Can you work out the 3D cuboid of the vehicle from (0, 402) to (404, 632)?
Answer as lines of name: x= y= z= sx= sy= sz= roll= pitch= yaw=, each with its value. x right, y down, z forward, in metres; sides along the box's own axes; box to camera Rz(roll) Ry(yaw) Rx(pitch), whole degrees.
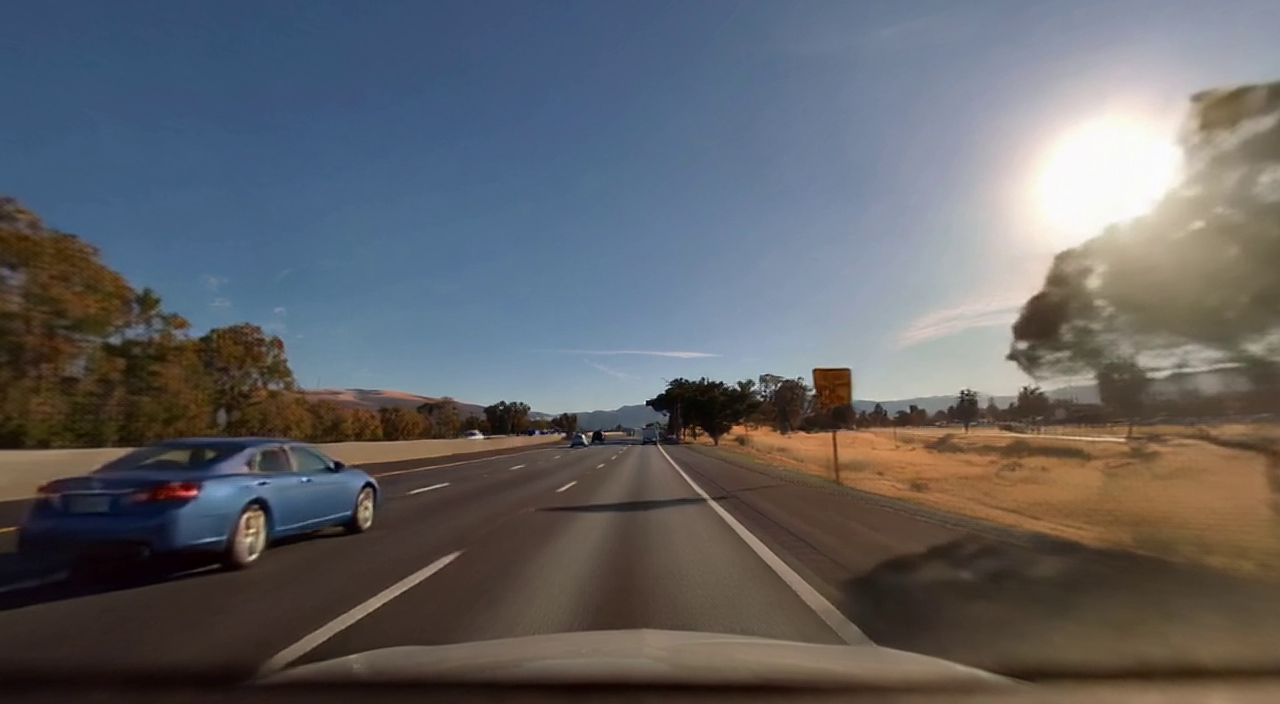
vehicle: x=-4.500 y=1.478 z=6.742 sx=2.071 sy=1.556 sz=4.729 roll=0 pitch=-8 yaw=1
